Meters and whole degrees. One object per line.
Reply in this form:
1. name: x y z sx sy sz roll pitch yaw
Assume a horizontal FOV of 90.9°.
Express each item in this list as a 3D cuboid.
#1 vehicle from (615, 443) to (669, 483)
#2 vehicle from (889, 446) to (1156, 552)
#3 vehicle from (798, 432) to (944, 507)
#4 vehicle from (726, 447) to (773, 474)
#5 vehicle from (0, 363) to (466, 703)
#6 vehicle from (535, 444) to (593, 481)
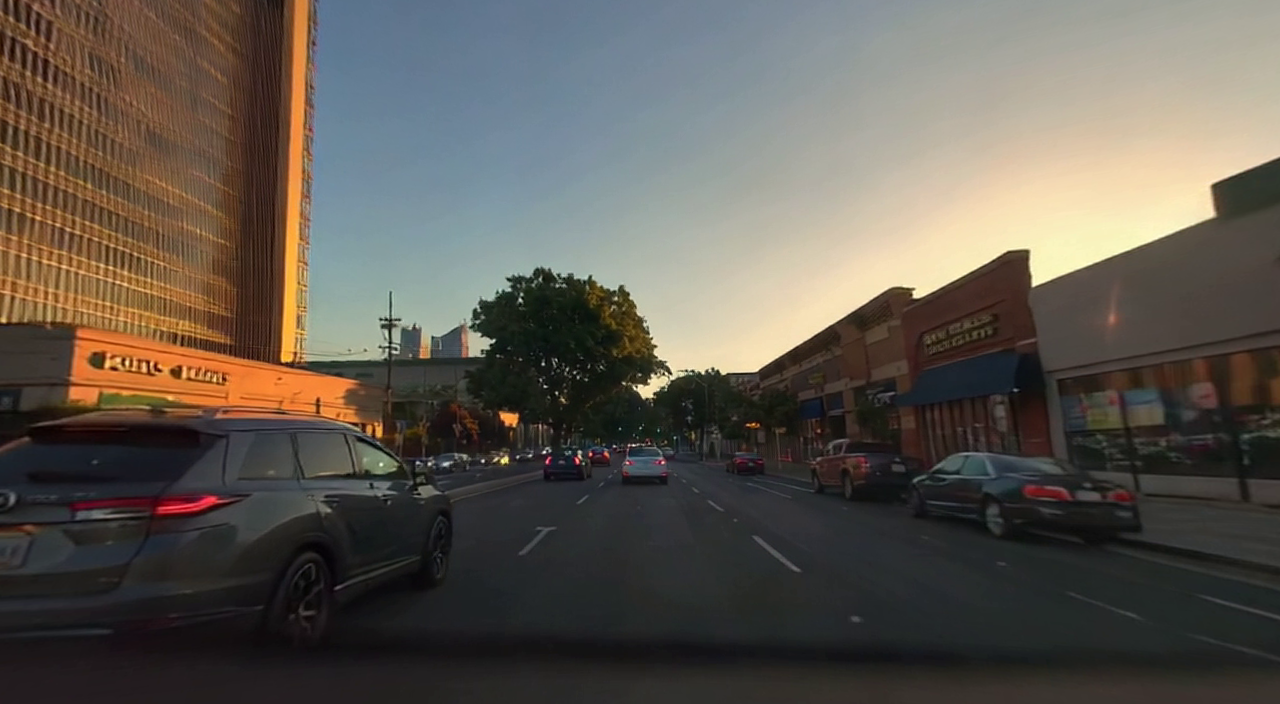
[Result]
1. vehicle: 0.083 4.522 26.016 2.037 1.484 4.073 0 -8 0
2. vehicle: 6.285 2.412 11.151 1.944 1.462 4.406 0 -8 0
3. vehicle: 6.363 3.289 18.193 2.159 1.817 5.056 0 -8 -2
4. vehicle: 6.690 6.654 38.902 2.014 1.495 4.562 0 -8 -1
5. vehicle: -2.974 1.188 4.641 2.049 1.646 4.445 0 -8 1
6. vehicle: -3.232 4.777 27.565 1.950 1.450 4.257 0 -8 1
